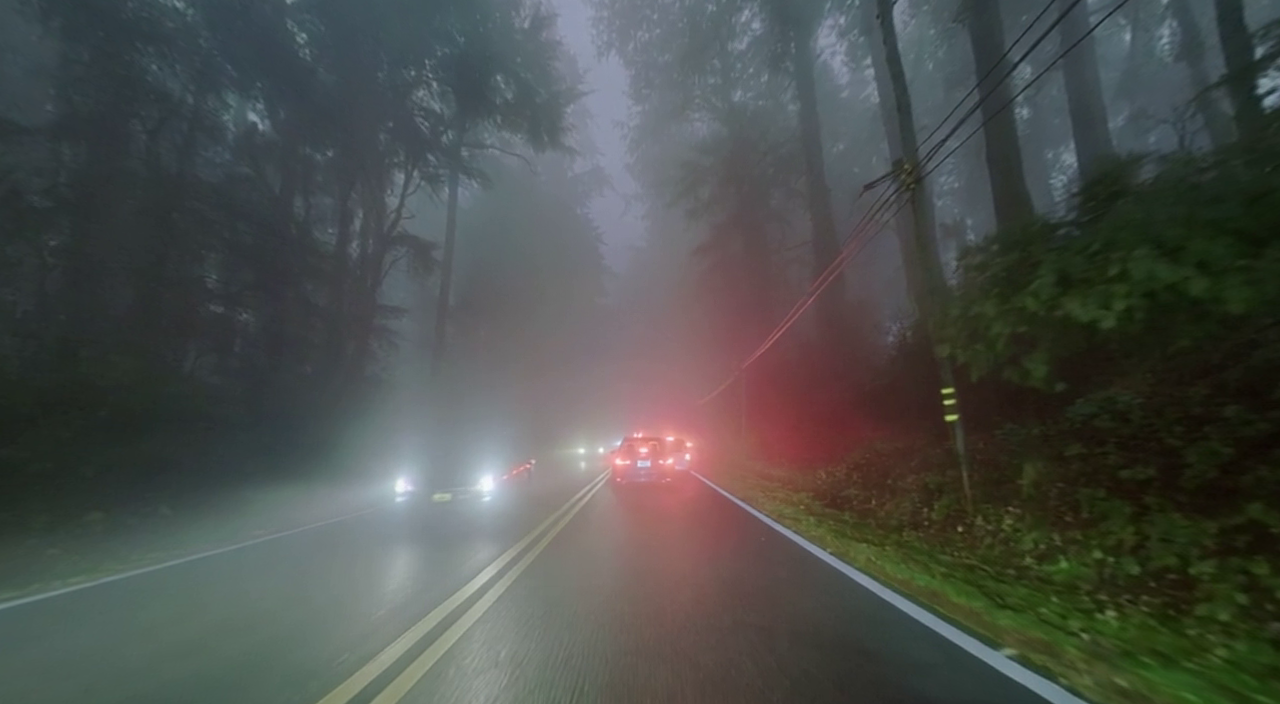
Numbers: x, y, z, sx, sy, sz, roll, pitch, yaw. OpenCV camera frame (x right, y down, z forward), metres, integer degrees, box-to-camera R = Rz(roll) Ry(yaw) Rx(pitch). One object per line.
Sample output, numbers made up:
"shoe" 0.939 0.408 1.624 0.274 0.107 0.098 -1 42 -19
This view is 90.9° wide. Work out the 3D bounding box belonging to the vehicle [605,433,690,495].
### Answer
"vehicle" 0.168 3.036 17.354 2.081 1.503 3.726 0 -8 -1
